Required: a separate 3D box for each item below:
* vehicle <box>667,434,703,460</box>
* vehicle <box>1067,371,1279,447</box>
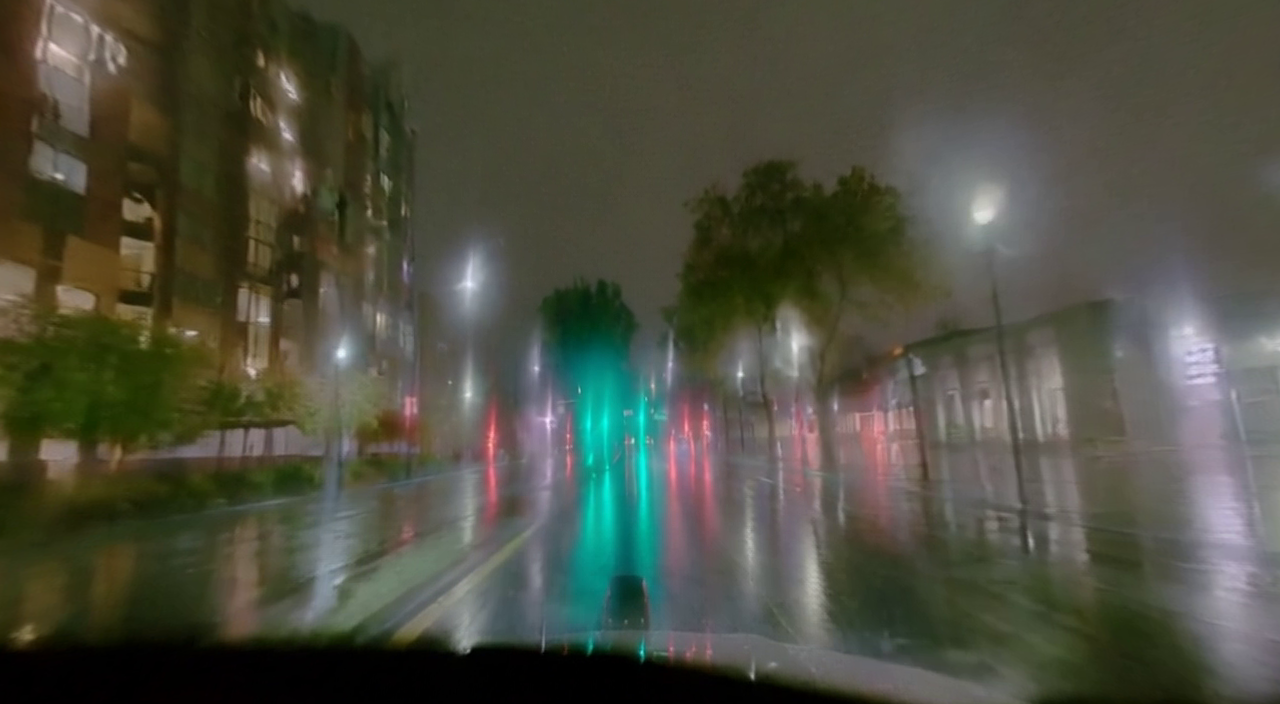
[{"bbox_3d":[3.015,6.509,43.276,2.129,1.719,4.205,0,-8,0],"label":"vehicle"},{"bbox_3d":[18.200,1.933,21.533,5.640,2.310,2.101,2,-5,4],"label":"vehicle"}]
